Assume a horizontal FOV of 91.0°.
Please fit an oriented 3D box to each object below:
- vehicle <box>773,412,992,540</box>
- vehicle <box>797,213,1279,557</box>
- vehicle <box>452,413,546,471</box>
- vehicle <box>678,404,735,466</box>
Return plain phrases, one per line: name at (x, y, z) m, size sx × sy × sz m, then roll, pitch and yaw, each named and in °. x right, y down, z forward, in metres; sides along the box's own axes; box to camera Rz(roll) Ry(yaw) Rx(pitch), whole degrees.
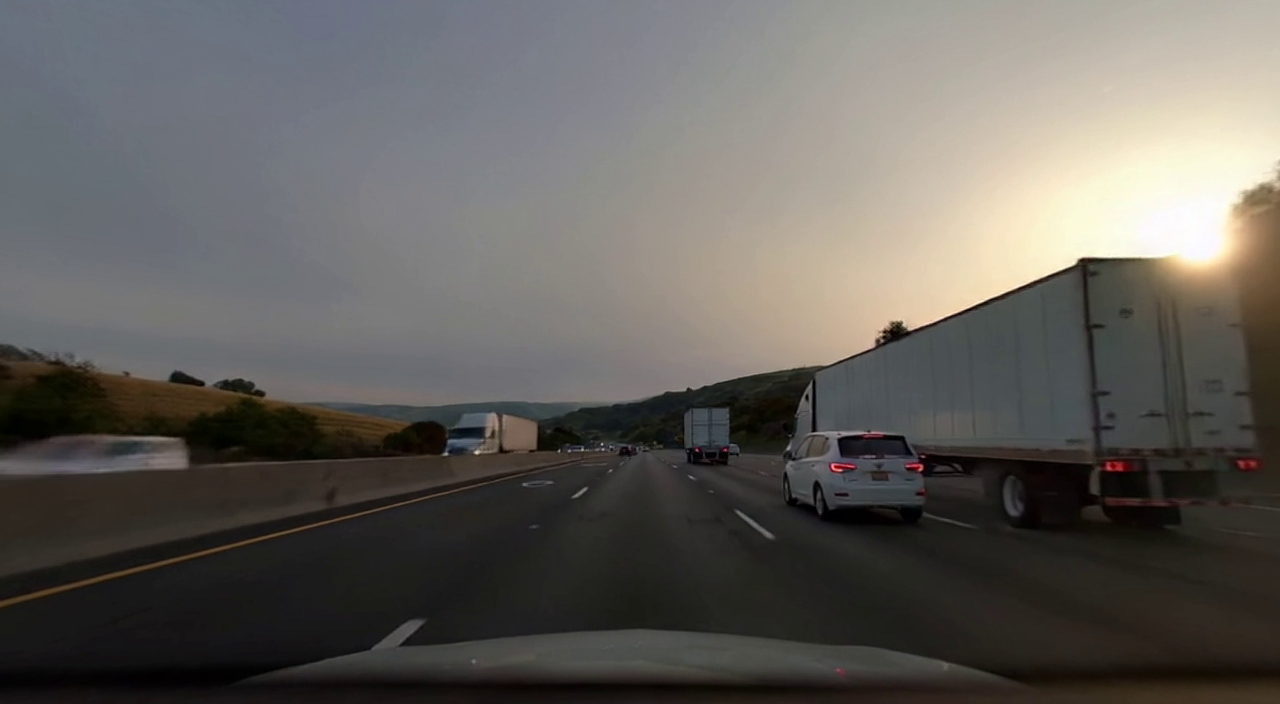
vehicle at (3.790, 2.024, 10.829) m, size 2.055 × 1.737 × 4.224 m, roll 0°, pitch -9°, yaw 0°
vehicle at (7.349, 1.535, 15.659) m, size 2.947 × 4.199 × 16.175 m, roll 0°, pitch -9°, yaw 1°
vehicle at (-8.913, 6.049, 42.045) m, size 3.049 × 3.230 × 13.174 m, roll 0°, pitch -9°, yaw 1°
vehicle at (4.670, 6.216, 46.444) m, size 3.049 × 3.968 × 10.706 m, roll 0°, pitch -9°, yaw 0°
